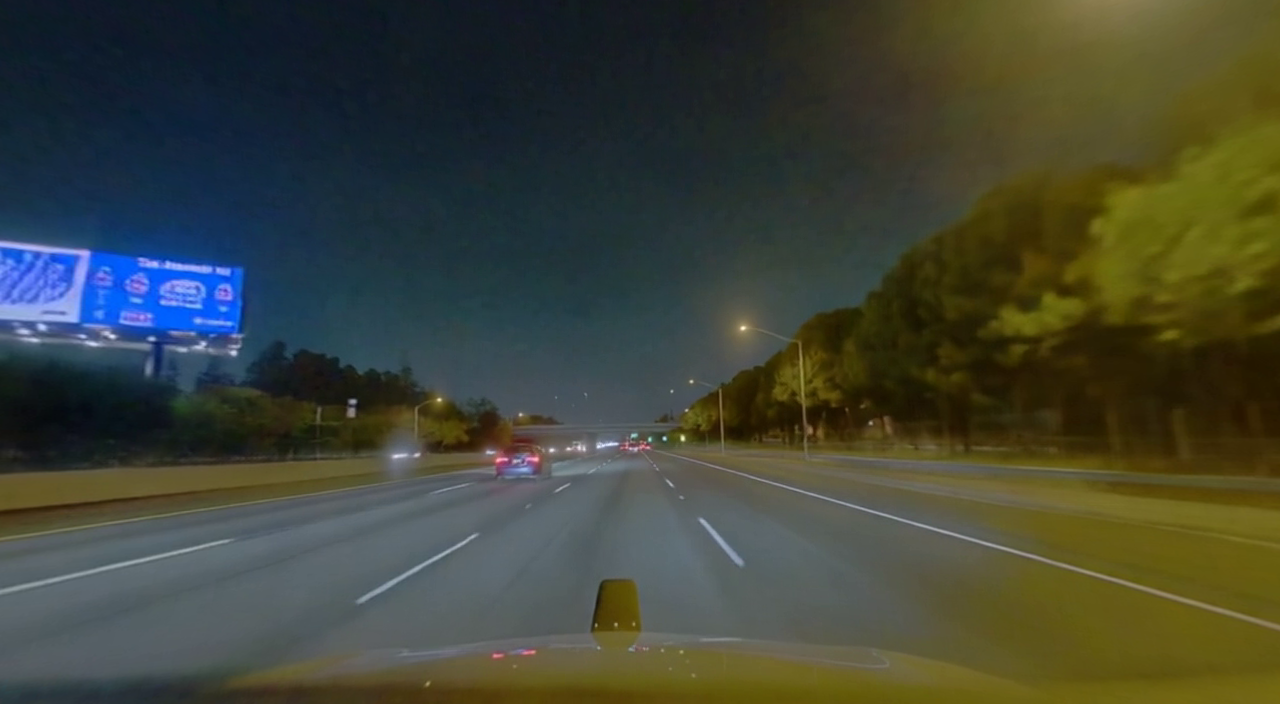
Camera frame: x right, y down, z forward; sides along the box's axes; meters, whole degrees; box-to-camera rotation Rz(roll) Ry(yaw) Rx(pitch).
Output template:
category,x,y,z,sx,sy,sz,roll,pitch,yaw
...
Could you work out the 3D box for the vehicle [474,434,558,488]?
category,x,y,z,sx,sy,sz,roll,pitch,yaw
vehicle,-4.329,3.894,22.919,2.102,1.727,4.704,0,-9,0
